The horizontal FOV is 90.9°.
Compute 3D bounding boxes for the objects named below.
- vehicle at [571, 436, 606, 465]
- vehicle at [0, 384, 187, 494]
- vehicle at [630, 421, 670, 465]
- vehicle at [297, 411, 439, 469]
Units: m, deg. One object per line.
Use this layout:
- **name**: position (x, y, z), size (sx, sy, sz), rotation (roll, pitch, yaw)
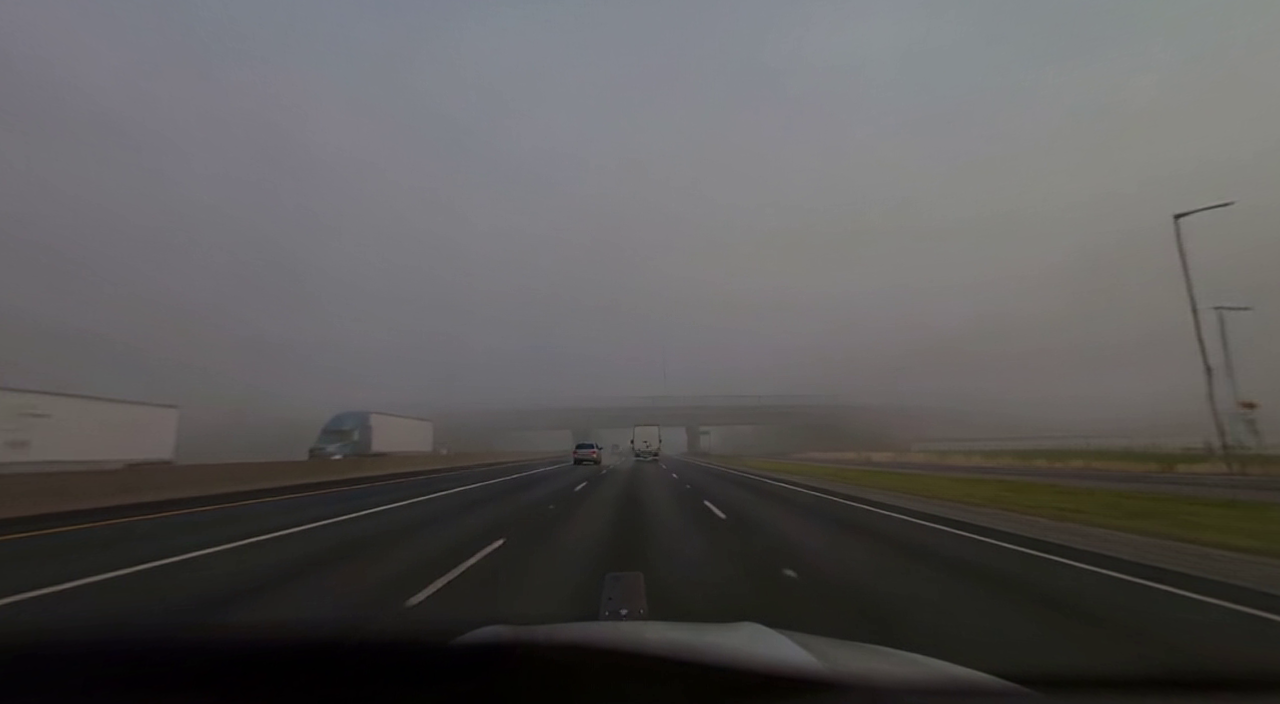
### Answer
- **vehicle**: position (-3.942, 7.683, 49.087), size (2.233, 2.093, 5.565), rotation (0, -9, 0)
- **vehicle**: position (-24.108, 3.364, 24.005), size (2.985, 3.835, 14.395), rotation (0, -9, 0)
- **vehicle**: position (0.644, 6.947, 48.021), size (2.790, 3.075, 7.414), rotation (0, -9, -1)
- **vehicle**: position (-19.942, 6.894, 48.475), size (3.423, 3.678, 16.963), rotation (0, -9, 0)
